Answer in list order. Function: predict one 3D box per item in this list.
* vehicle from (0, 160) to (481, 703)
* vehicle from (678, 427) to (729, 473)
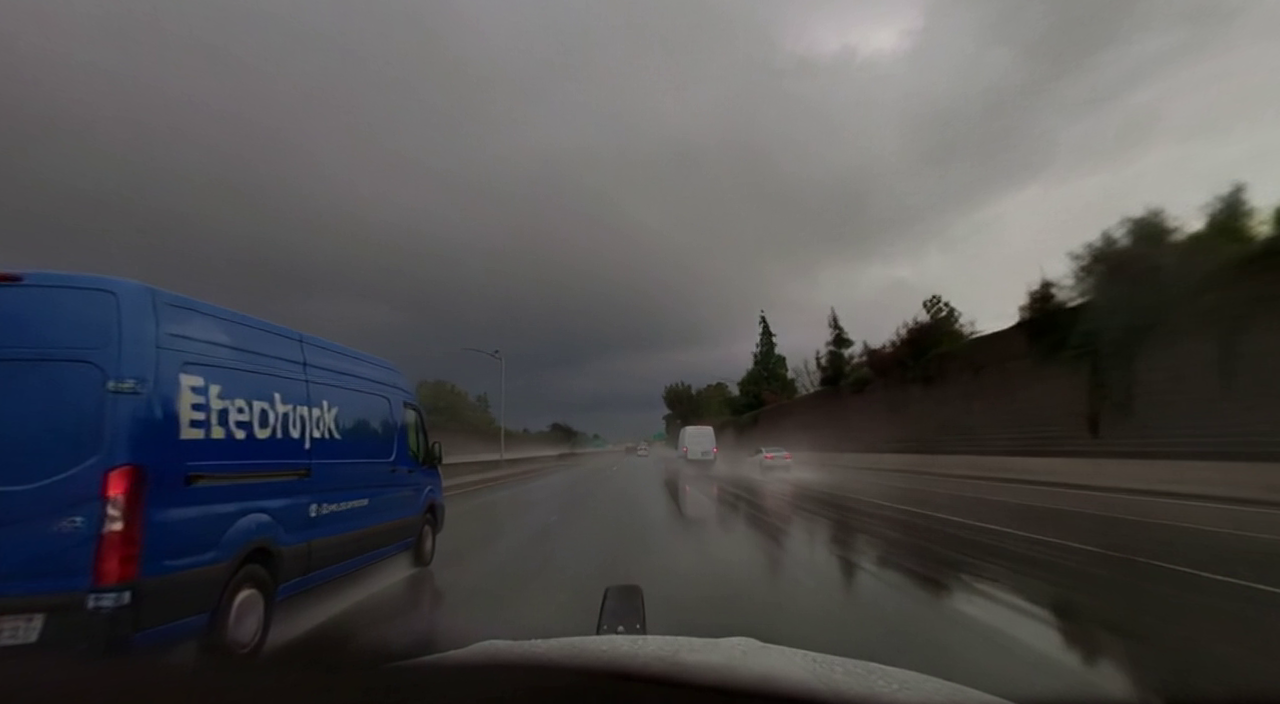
[{"bbox_3d":[-3.452,0.940,5.516,2.409,2.523,6.275,0,-9,1],"label":"vehicle"},{"bbox_3d":[3.722,5.936,38.182,2.373,2.561,5.922,0,-9,-1],"label":"vehicle"}]
